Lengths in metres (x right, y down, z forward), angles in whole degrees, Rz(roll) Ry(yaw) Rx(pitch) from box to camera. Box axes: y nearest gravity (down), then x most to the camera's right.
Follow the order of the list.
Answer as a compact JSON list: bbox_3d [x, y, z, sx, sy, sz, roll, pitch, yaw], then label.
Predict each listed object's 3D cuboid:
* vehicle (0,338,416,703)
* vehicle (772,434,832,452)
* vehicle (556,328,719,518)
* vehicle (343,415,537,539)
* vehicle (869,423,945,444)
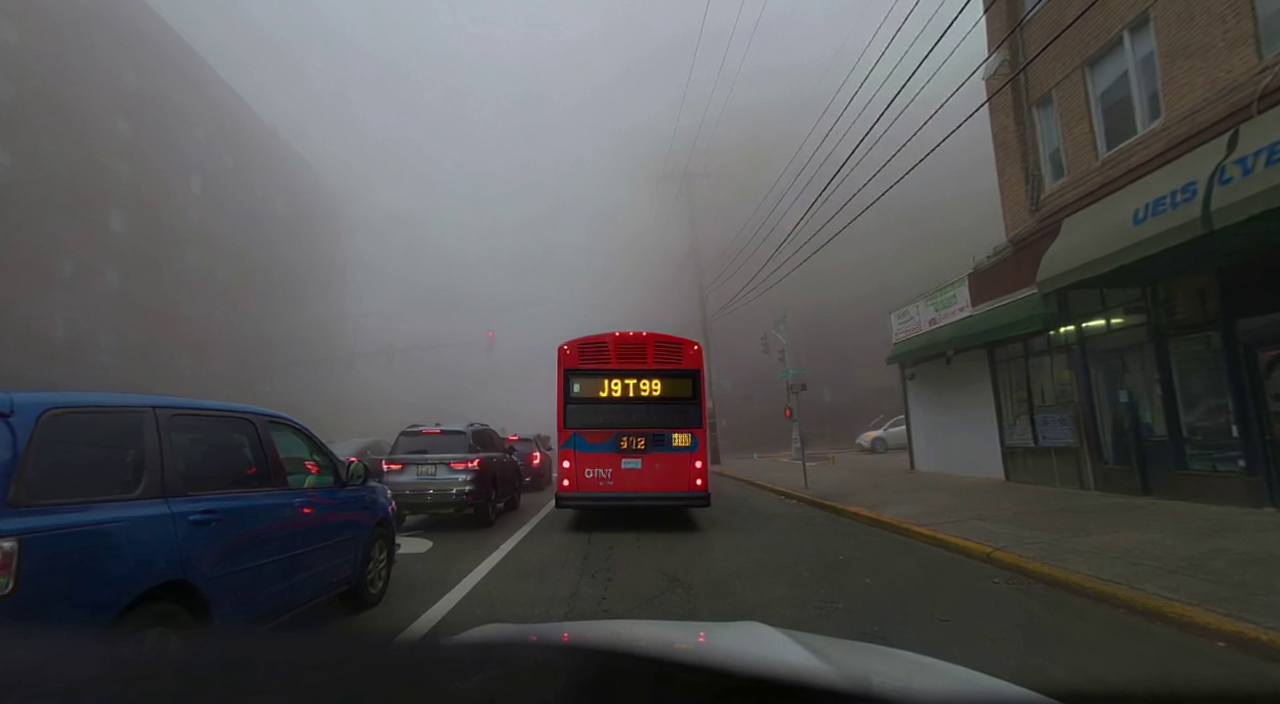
[{"bbox_3d":[-3.217,1.093,3.965,2.020,1.725,4.384,0,-8,0],"label":"vehicle"},{"bbox_3d":[11.924,6.737,46.649,3.949,1.337,1.738,0,-9,-2],"label":"vehicle"},{"bbox_3d":[-0.303,2.003,16.544,2.938,3.468,9.972,0,-8,-3],"label":"vehicle"},{"bbox_3d":[-3.351,2.200,11.775,2.096,1.828,4.669,0,-8,0],"label":"vehicle"},{"bbox_3d":[19.910,6.106,47.202,4.827,1.555,1.863,1,-9,-6],"label":"vehicle"}]
